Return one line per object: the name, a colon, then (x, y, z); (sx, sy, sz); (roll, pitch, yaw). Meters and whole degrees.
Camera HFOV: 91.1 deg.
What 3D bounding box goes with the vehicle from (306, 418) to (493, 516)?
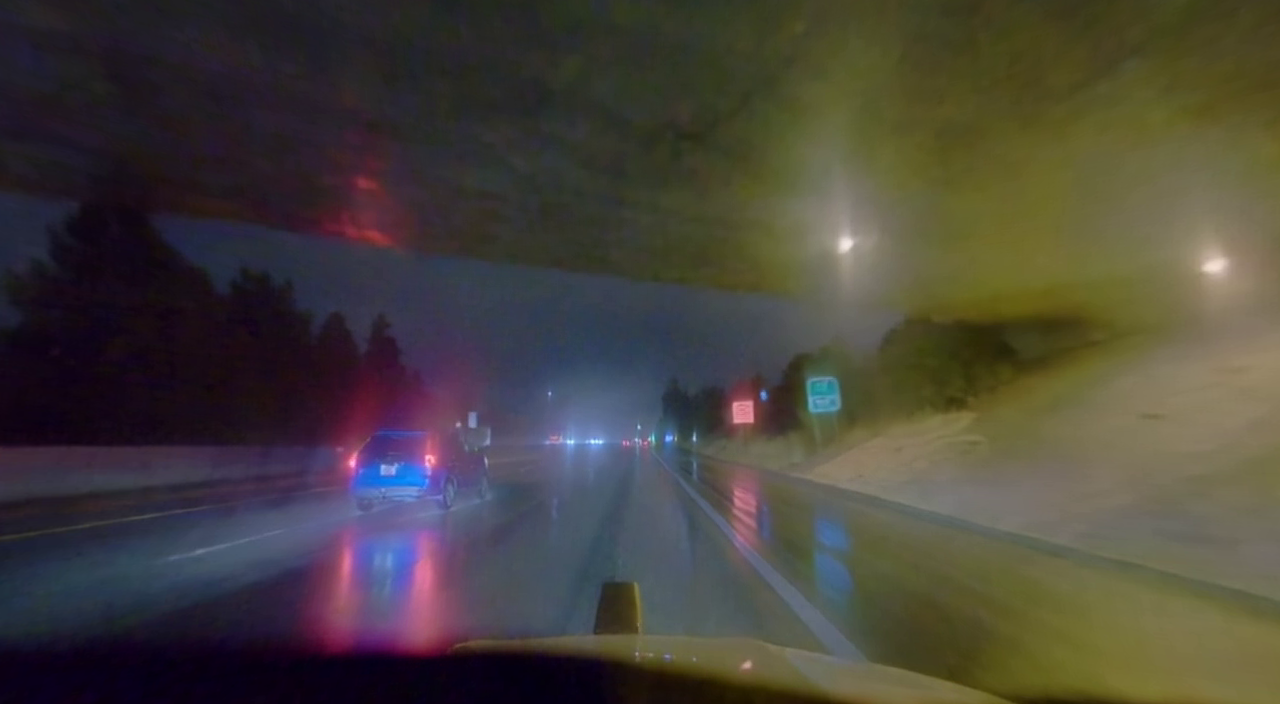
vehicle: (-4.672, 2.292, 13.063); (2.125, 1.662, 4.336); (0, -8, 0)
